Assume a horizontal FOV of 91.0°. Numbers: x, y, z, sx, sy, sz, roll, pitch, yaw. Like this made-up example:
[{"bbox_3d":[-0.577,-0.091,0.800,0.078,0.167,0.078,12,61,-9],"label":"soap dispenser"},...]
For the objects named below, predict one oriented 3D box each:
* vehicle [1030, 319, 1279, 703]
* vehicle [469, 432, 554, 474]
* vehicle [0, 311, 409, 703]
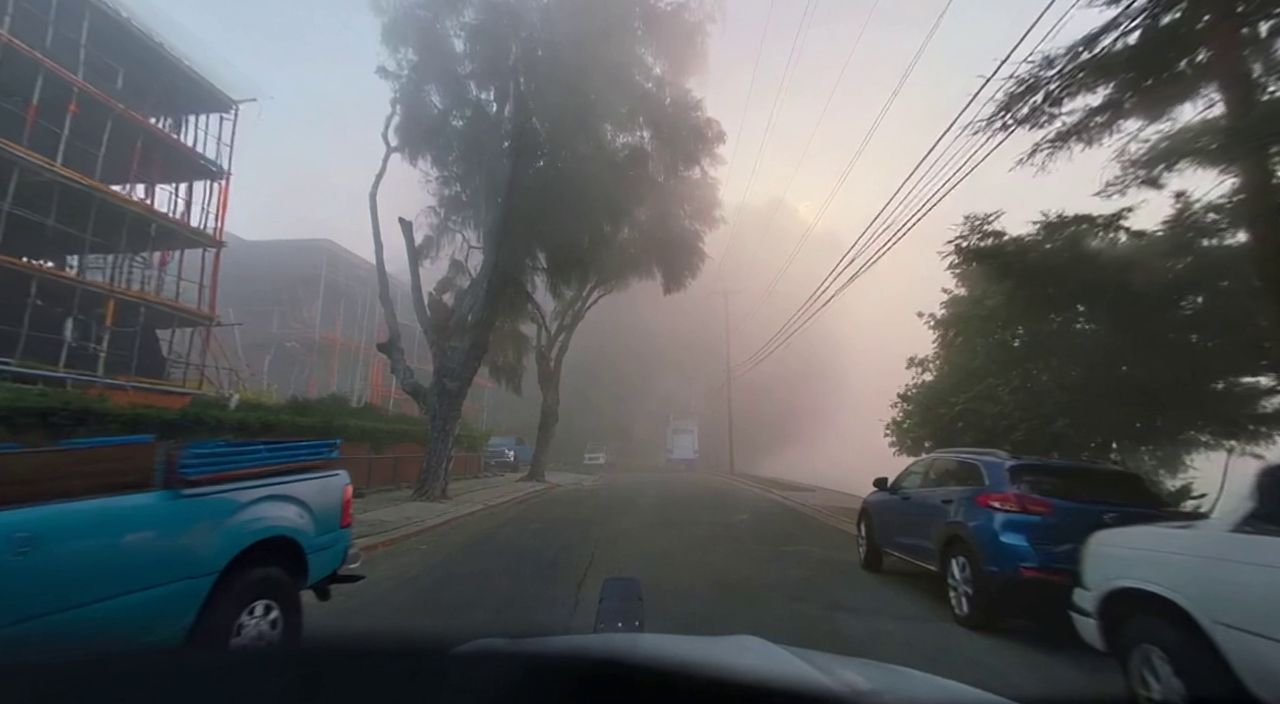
[{"bbox_3d":[3.323,0.660,1.200,2.195,1.832,4.643,0,-9,1],"label":"vehicle"},{"bbox_3d":[-6.306,5.057,31.803,2.238,1.895,5.648,-2,-9,10],"label":"vehicle"},{"bbox_3d":[-2.982,0.885,2.876,2.012,1.876,4.664,1,-5,1],"label":"vehicle"}]
